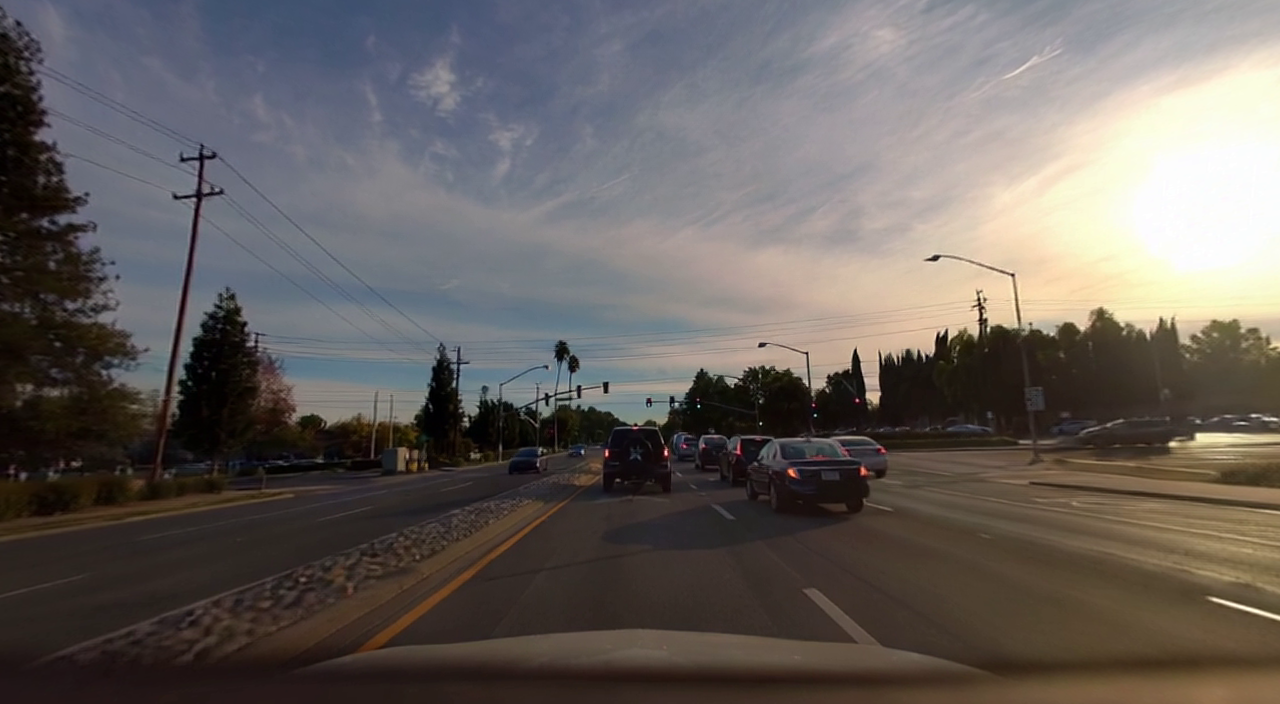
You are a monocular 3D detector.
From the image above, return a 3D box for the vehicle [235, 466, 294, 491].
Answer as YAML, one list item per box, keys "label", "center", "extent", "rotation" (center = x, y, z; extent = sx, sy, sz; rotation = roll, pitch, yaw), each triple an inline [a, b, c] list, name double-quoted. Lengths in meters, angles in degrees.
- label: "vehicle"
  center: [-25.690, 8.637, 43.219]
  extent: [3.826, 1.522, 1.741]
  rotation: [-7, -10, 29]

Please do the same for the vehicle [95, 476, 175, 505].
- label: "vehicle"
  center: [-33.208, 9.102, 41.606]
  extent: [3.637, 1.483, 2.007]
  rotation: [-3, -5, 2]

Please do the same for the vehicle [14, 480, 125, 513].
- label: "vehicle"
  center: [-32.453, 8.198, 36.015]
  extent: [4.224, 1.614, 2.123]
  rotation: [-1, -8, 0]

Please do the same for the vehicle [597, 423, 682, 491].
- label: "vehicle"
  center: [-0.042, 3.179, 19.403]
  extent: [2.300, 1.821, 4.254]
  rotation: [0, -8, -1]

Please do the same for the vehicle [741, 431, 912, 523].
- label: "vehicle"
  center: [3.372, 2.350, 12.508]
  extent: [1.984, 1.462, 4.513]
  rotation: [0, -8, 0]

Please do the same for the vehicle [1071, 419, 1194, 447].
- label: "vehicle"
  center: [37.392, 6.237, 48.213]
  extent: [7.088, 1.918, 2.678]
  rotation: [-7, -10, 38]
